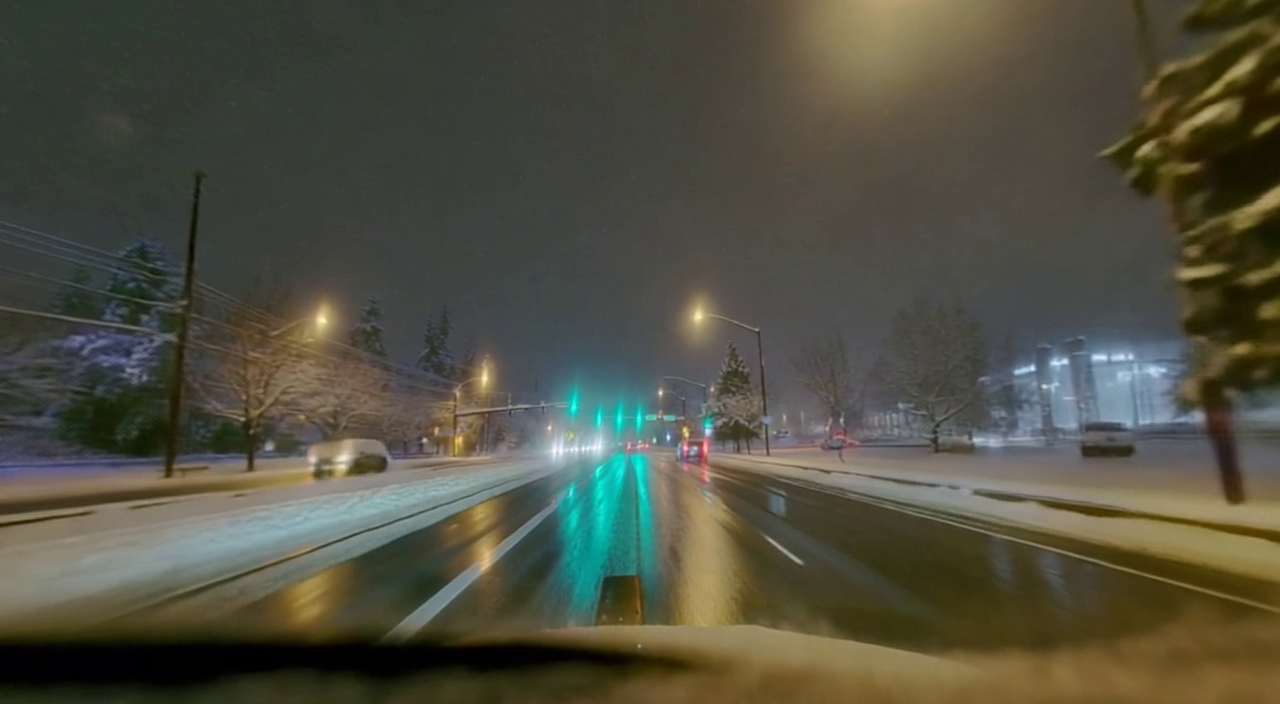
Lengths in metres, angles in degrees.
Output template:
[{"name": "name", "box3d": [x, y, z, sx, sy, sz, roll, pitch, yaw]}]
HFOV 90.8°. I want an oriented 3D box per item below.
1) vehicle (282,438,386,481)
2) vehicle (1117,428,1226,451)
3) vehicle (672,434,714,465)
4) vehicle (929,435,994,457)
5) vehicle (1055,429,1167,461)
[{"name": "vehicle", "box3d": [-12.773, 4.470, 26.753, 1.975, 1.638, 4.706, 0, -8, 1]}, {"name": "vehicle", "box3d": [34.512, 5.688, 41.104, 4.993, 1.444, 2.237, -1, -8, 2]}, {"name": "vehicle", "box3d": [3.198, 5.999, 39.081, 2.069, 1.761, 4.610, 0, -8, -1]}, {"name": "vehicle", "box3d": [23.169, 6.789, 45.628, 3.661, 1.417, 1.783, -1, -8, -1]}, {"name": "vehicle", "box3d": [22.970, 4.543, 30.940, 3.845, 1.471, 2.043, 0, -8, 0]}]
